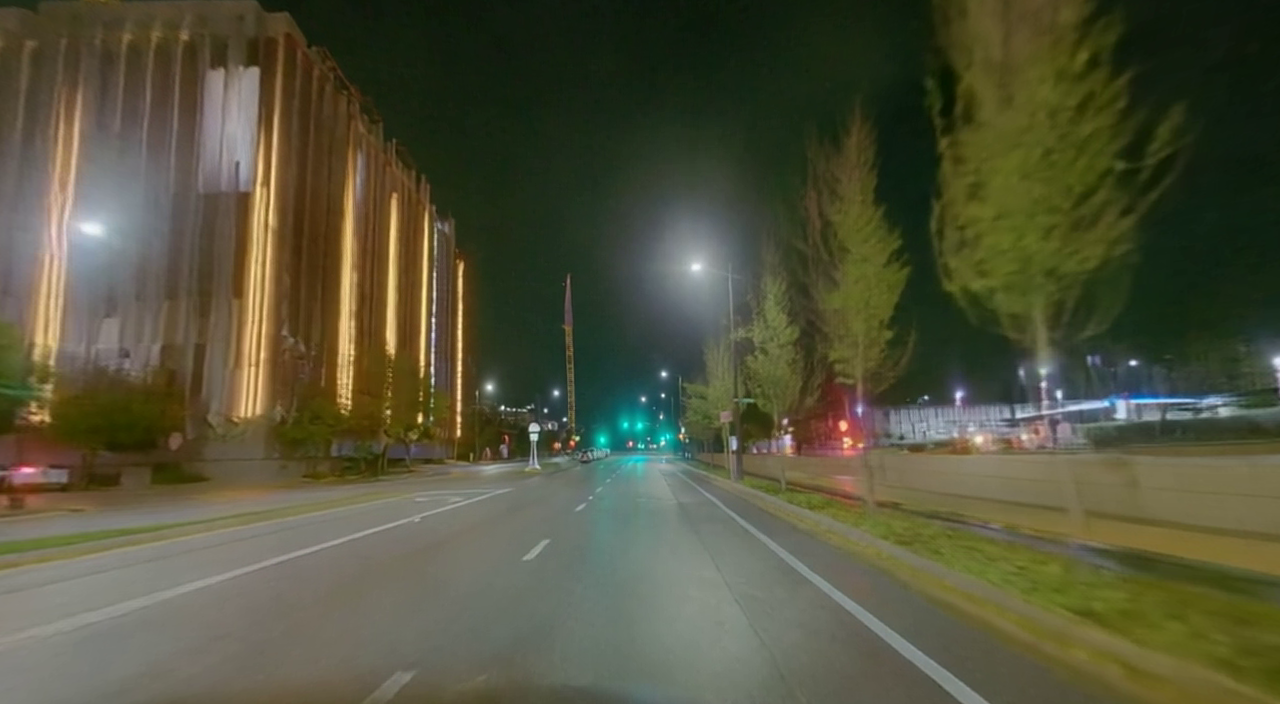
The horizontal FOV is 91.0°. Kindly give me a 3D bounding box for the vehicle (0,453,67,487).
[{"bbox_3d":[-32.680,6.056,32.405,4.308,1.598,1.891,0,-7,-8],"label":"vehicle"}]
